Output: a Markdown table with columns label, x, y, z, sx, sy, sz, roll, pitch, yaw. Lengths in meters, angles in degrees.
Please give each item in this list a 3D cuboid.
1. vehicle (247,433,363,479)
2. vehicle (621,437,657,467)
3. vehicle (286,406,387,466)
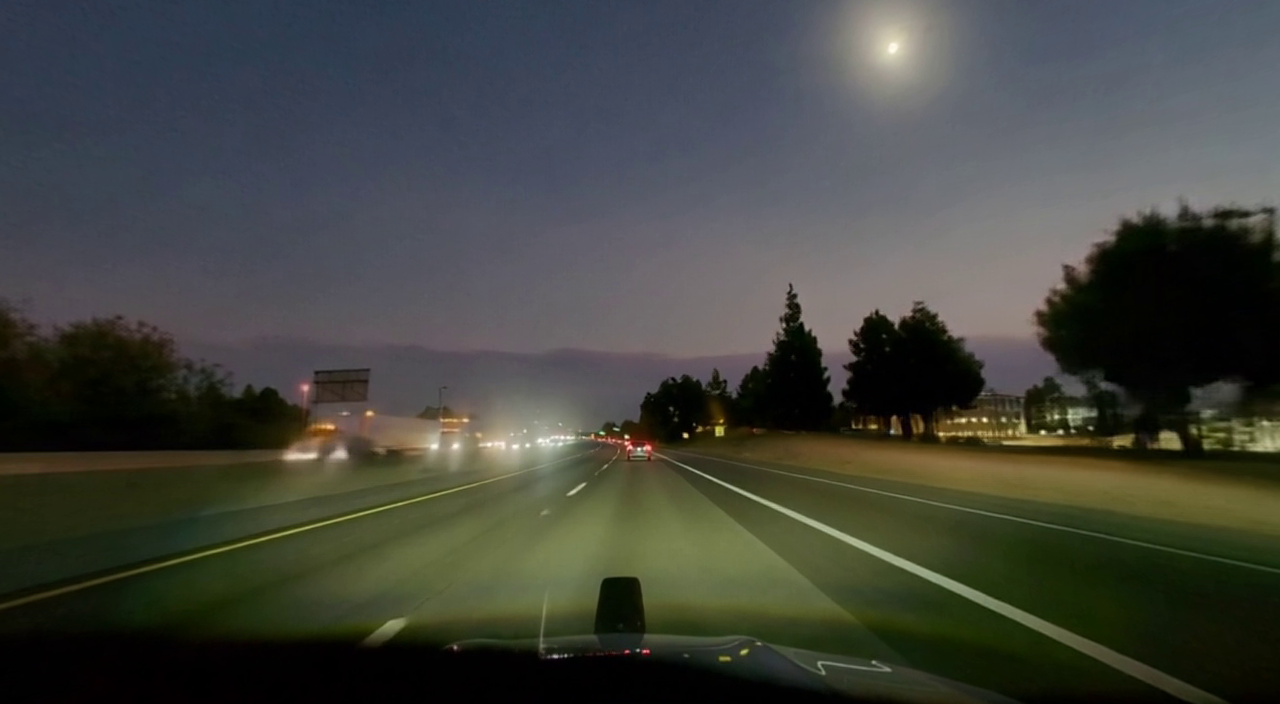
| label | x | y | z | sx | sy | sz | roll | pitch | yaw |
| --- | --- | --- | --- | --- | --- | --- | --- | --- | --- |
| vehicle | -13.568 | 4.236 | 25.866 | 2.009 | 1.680 | 5.023 | 0 | -8 | 0 |
| vehicle | -0.113 | 5.960 | 37.614 | 2.029 | 1.666 | 4.064 | 0 | -8 | -1 |
| vehicle | -21.921 | 6.203 | 46.091 | 3.035 | 3.923 | 8.941 | 0 | -8 | -1 |
